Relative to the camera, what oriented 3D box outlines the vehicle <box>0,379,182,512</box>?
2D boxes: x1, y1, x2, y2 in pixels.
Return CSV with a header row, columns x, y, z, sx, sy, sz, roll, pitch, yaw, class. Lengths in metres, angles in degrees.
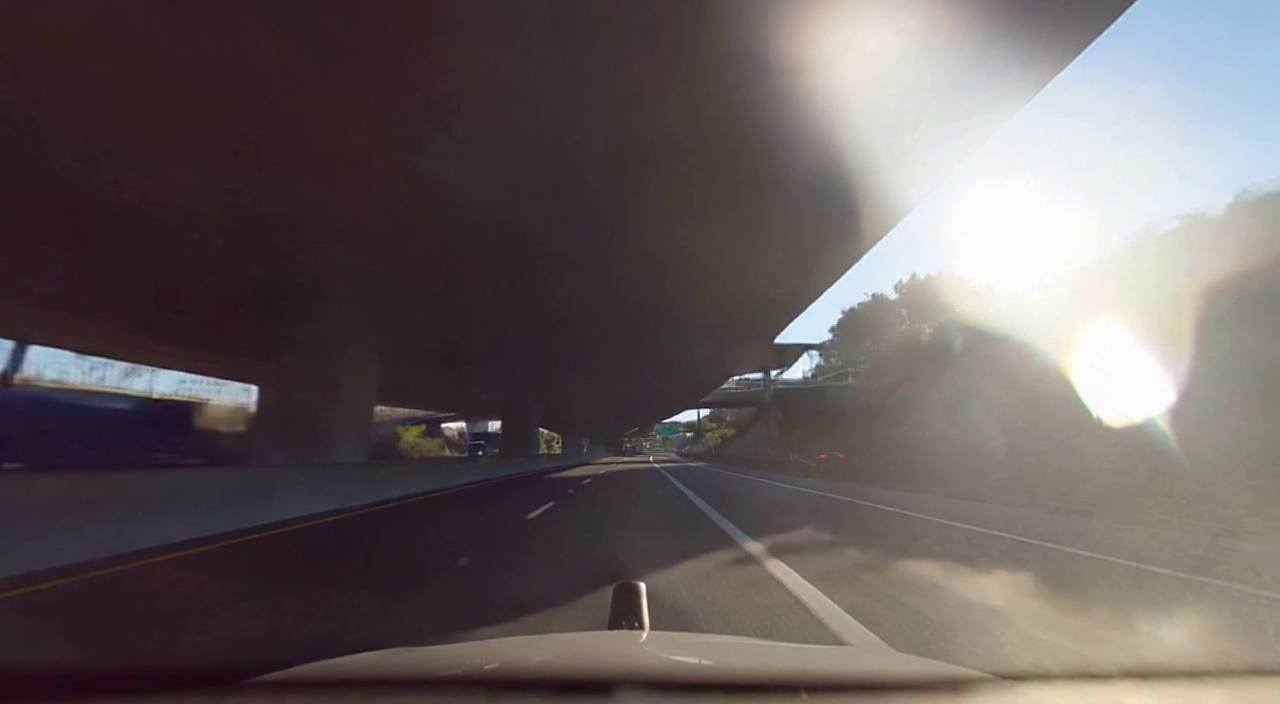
x,y,z,sx,sy,sz,roll,pitch,yaw,class
-20.205,2.977,19.805,2.764,3.867,11.794,0,-9,-1,vehicle
